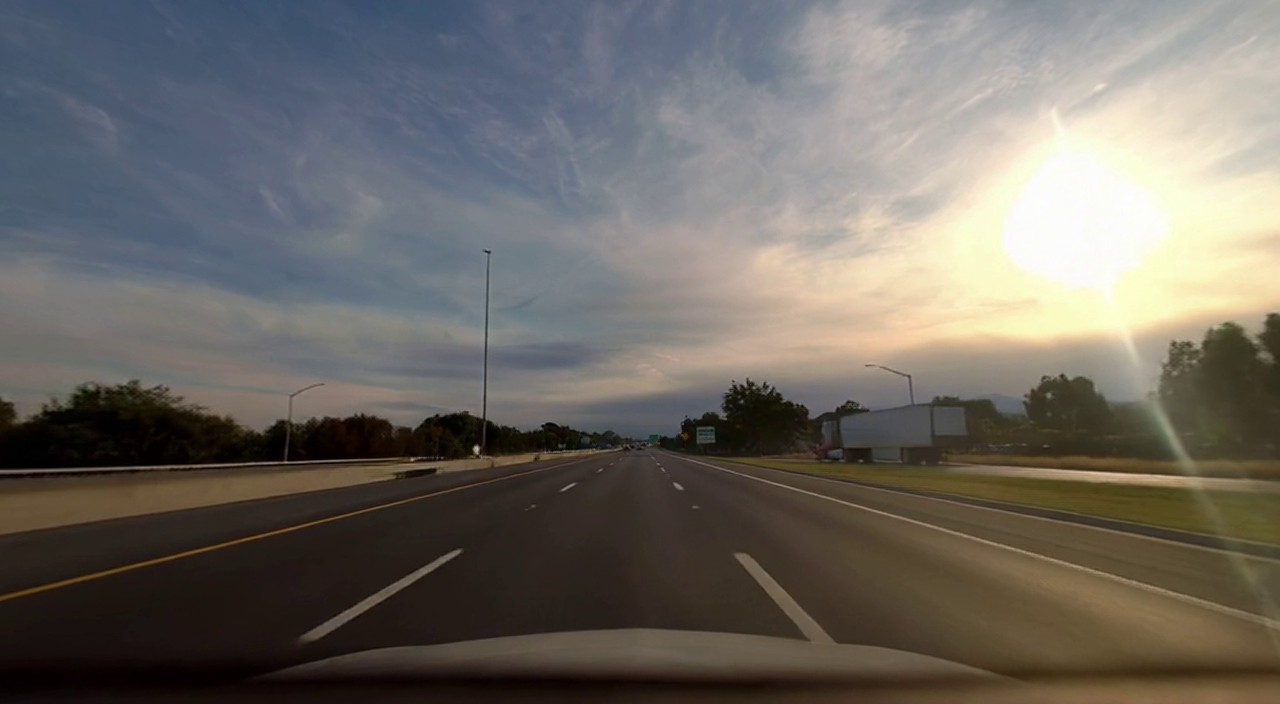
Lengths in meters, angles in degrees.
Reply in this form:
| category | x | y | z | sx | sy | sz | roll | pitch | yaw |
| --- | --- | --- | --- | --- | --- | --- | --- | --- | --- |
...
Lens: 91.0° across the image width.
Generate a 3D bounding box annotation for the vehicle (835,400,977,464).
| category | x | y | z | sx | sy | sz | roll | pitch | yaw |
| --- | --- | --- | --- | --- | --- | --- | --- | --- | --- |
| vehicle | 20.128 | 6.519 | 49.743 | 2.939 | 4.193 | 15.754 | 1 | -9 | -6 |
